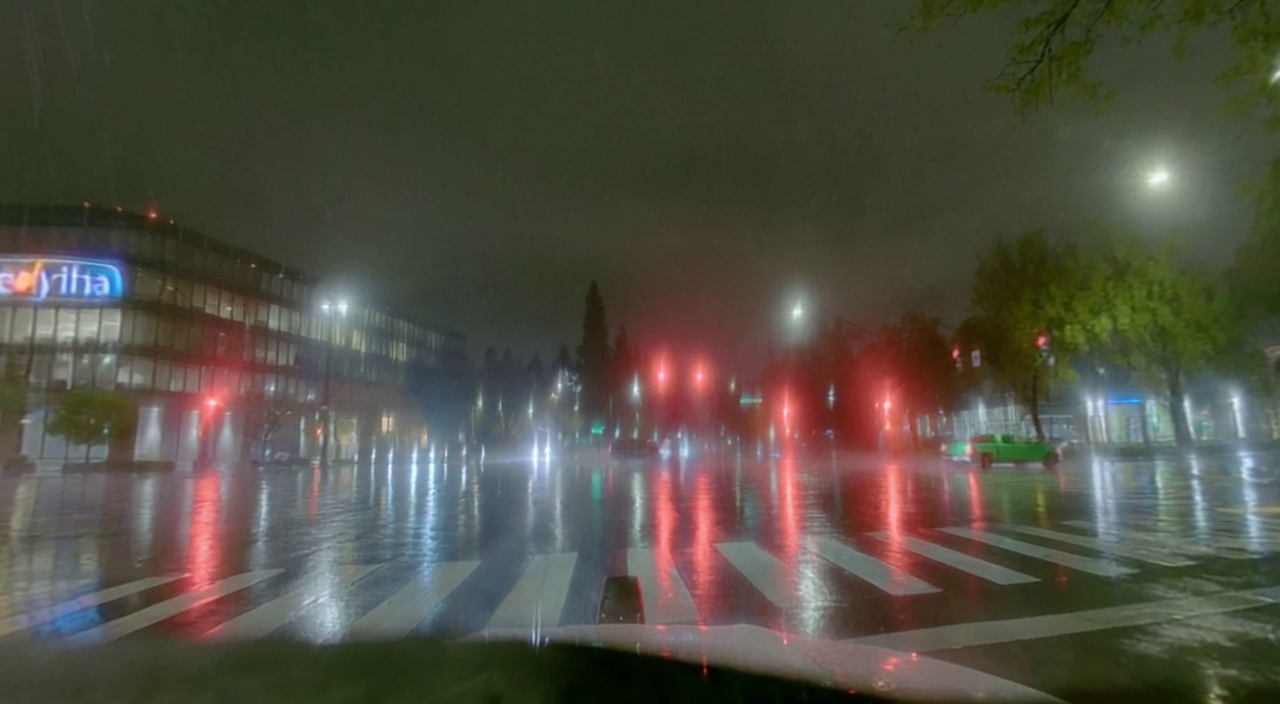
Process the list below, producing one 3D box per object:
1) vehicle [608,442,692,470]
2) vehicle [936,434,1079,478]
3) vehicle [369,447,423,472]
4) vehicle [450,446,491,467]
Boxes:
[{"bbox_3d":[0.508,5.682,34.732,4.457,1.464,1.879,-7,-11,41],"label":"vehicle"},{"bbox_3d":[17.200,4.862,29.666,5.667,1.927,2.289,2,-9,-14],"label":"vehicle"},{"bbox_3d":[-16.247,7.146,42.252,1.883,1.586,4.297,0,-9,0],"label":"vehicle"},{"bbox_3d":[-12.599,7.766,47.093,1.946,1.474,4.008,0,-9,0],"label":"vehicle"}]
